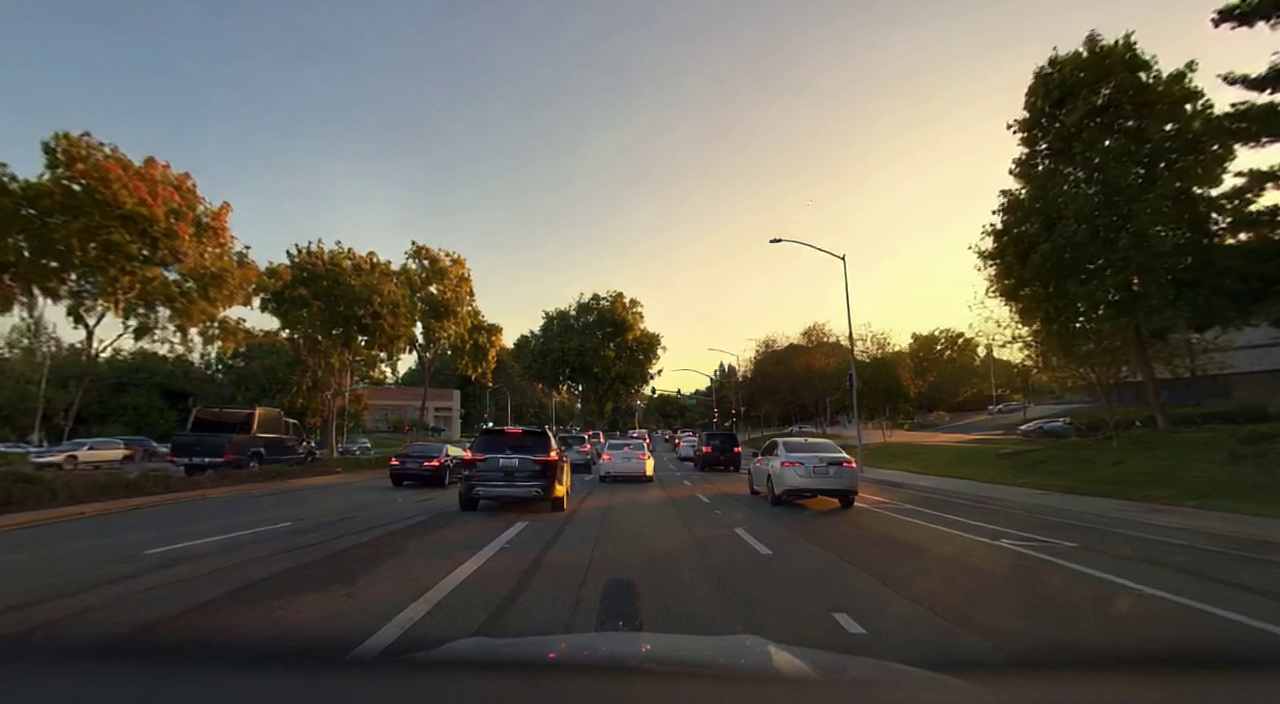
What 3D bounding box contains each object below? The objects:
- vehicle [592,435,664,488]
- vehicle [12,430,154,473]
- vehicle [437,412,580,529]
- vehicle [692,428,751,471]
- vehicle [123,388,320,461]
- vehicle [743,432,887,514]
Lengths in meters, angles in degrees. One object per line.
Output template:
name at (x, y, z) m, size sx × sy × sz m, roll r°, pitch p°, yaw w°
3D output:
vehicle at (-0.344, 3.410, 20.062) m, size 2.030 × 1.477 × 4.330 m, roll 0°, pitch -8°, yaw 0°
vehicle at (-23.677, 4.259, 27.140) m, size 2.005 × 1.683 × 4.409 m, roll 0°, pitch -8°, yaw 1°
vehicle at (-2.333, 2.175, 12.248) m, size 2.111 × 1.745 × 5.274 m, roll 1°, pitch -8°, yaw -8°
vehicle at (3.699, 4.510, 29.368) m, size 2.099 × 1.845 × 4.363 m, roll 0°, pitch -8°, yaw -1°
vehicle at (-27.950, 5.248, 43.845) m, size 3.181 × 4.189 × 14.107 m, roll -1°, pitch -8°, yaw 4°
vehicle at (3.526, 2.504, 13.615) m, size 1.884 × 1.463 × 4.195 m, roll 0°, pitch -8°, yaw 0°
